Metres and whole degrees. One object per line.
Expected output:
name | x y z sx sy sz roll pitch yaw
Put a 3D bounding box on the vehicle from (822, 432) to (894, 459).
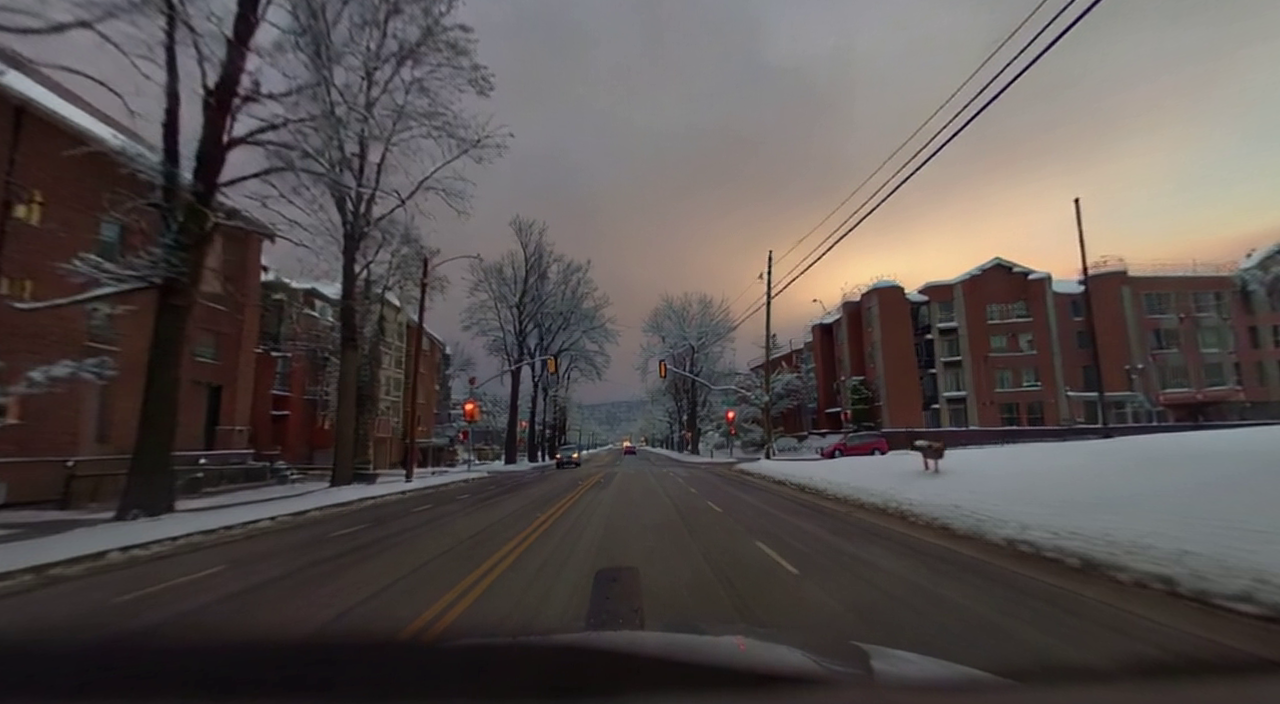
vehicle | 14.495 6.263 42.114 4.365 1.702 1.897 -3 -9 18
